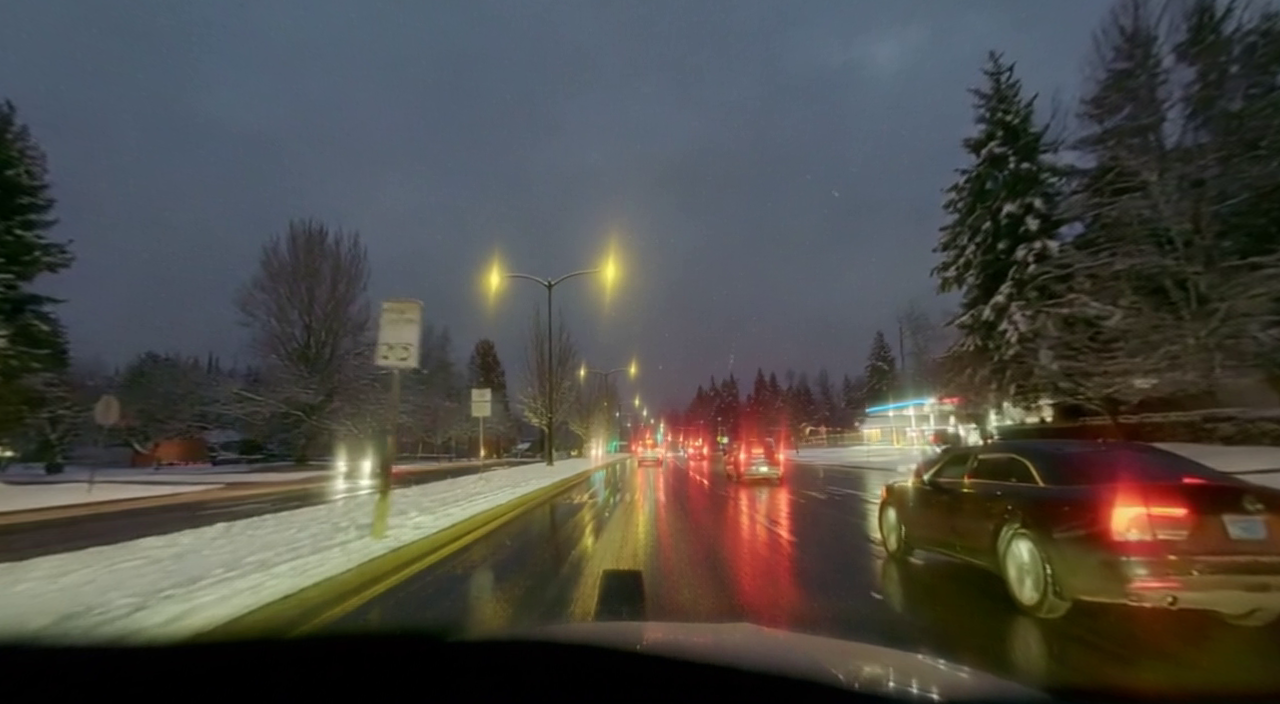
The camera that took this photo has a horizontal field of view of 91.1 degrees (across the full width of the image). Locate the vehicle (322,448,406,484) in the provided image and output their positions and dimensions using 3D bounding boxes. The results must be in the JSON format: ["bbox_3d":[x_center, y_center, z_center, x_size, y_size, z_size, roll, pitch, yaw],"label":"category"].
[{"bbox_3d":[-13.150,5.418,30.226,1.937,1.501,4.520,-1,-8,1],"label":"vehicle"}]

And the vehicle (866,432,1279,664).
[{"bbox_3d":[4.045,1.544,6.203,1.944,1.404,4.597,0,-8,0],"label":"vehicle"}]

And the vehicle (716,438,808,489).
[{"bbox_3d":[3.956,3.690,21.220,2.119,1.509,4.756,0,-8,0],"label":"vehicle"}]

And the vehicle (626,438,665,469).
[{"bbox_3d":[0.336,6.032,37.437,2.172,1.694,4.055,0,-8,1],"label":"vehicle"}]
